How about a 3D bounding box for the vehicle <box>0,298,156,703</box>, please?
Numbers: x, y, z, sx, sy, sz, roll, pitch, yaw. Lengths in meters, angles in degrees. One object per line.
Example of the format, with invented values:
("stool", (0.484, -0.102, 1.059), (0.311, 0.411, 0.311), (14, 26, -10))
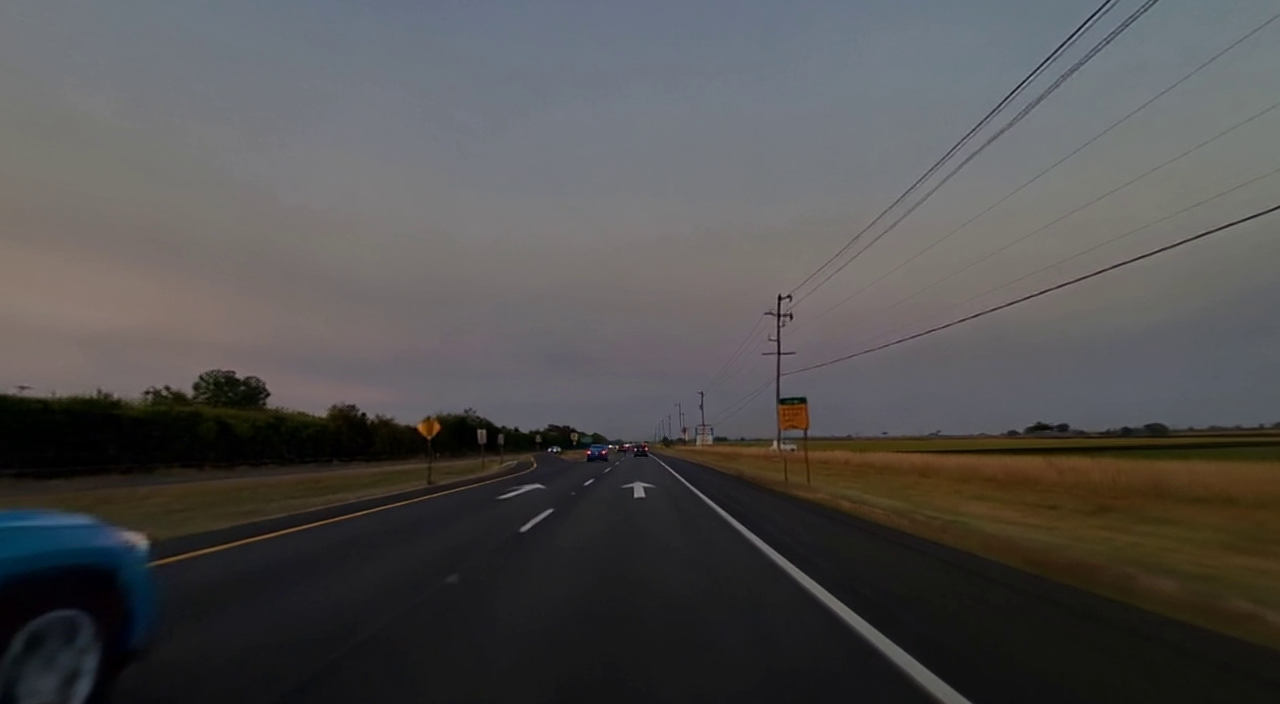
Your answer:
("vehicle", (-3.483, 0.477, 0.667), (2.173, 1.863, 4.786), (0, -9, -1))
